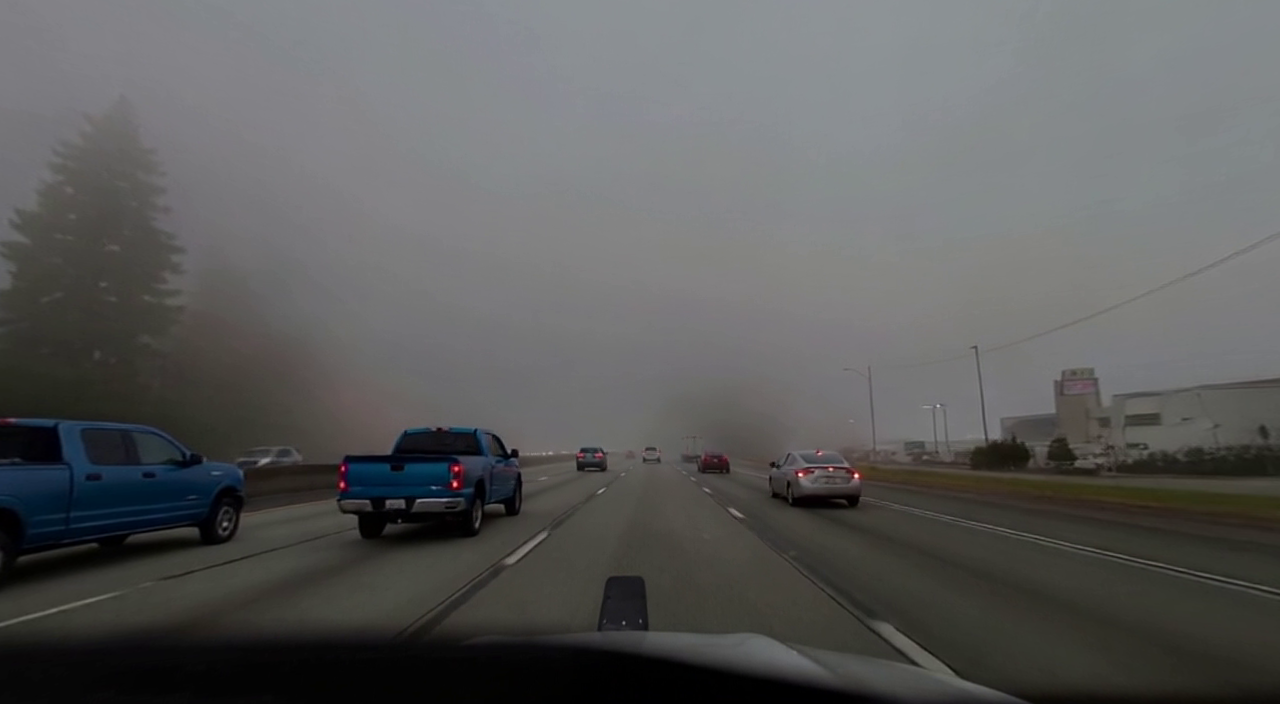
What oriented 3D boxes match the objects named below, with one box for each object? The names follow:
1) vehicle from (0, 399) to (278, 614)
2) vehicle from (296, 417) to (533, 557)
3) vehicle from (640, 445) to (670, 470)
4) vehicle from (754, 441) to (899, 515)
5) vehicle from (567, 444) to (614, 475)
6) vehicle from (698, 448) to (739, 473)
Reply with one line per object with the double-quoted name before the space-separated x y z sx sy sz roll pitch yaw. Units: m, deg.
"vehicle" -6.627 1.510 6.697 2.428 1.812 5.131 0 -8 1
"vehicle" -3.283 2.065 10.429 2.146 1.775 4.553 0 -8 1
"vehicle" 1.066 7.692 46.207 2.080 1.682 4.150 0 -8 1
"vehicle" 4.246 2.923 15.245 2.111 1.498 4.466 0 -8 0
"vehicle" -2.831 6.284 37.156 2.209 1.714 4.576 0 -8 2
"vehicle" 4.938 6.900 40.498 2.072 1.456 4.537 0 -8 0
